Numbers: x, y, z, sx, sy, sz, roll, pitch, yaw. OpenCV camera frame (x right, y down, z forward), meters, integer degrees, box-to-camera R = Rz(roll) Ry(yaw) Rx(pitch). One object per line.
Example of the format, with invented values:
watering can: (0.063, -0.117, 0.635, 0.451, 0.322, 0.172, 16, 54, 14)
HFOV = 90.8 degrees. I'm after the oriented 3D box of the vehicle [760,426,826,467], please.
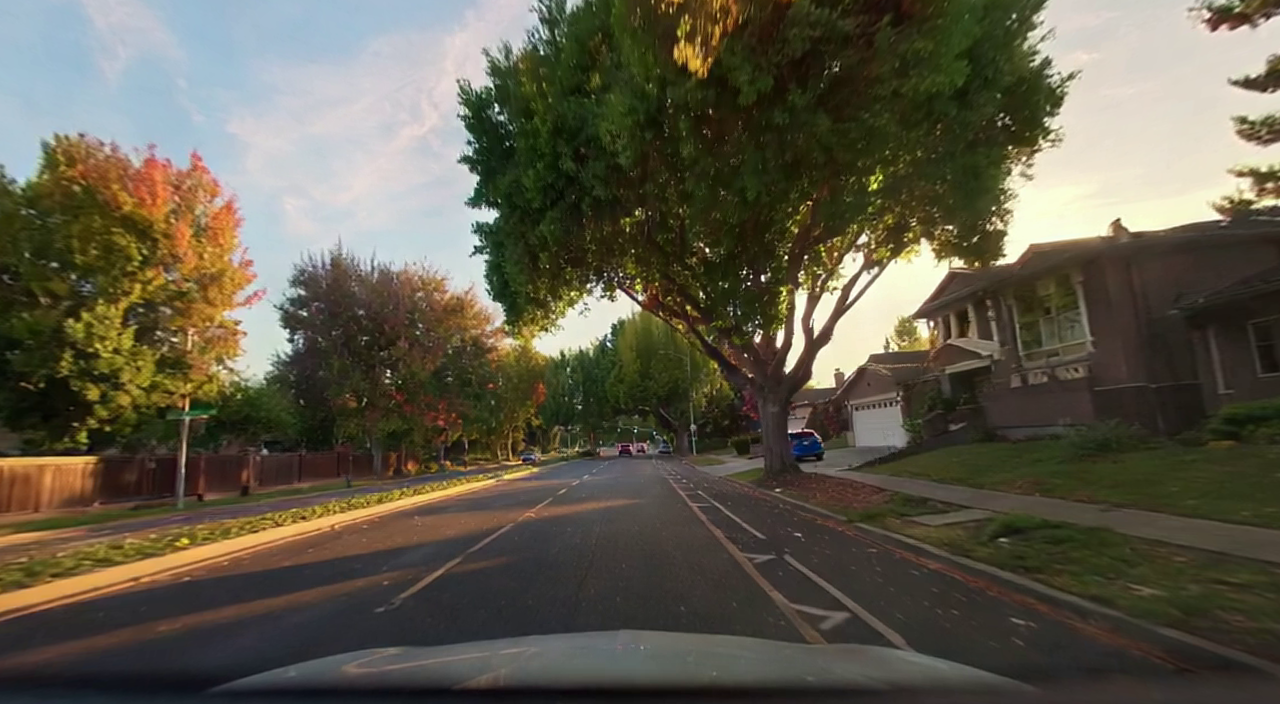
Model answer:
vehicle: (7.869, 4.993, 33.049, 2.051, 1.801, 4.785, -5, -9, -2)
